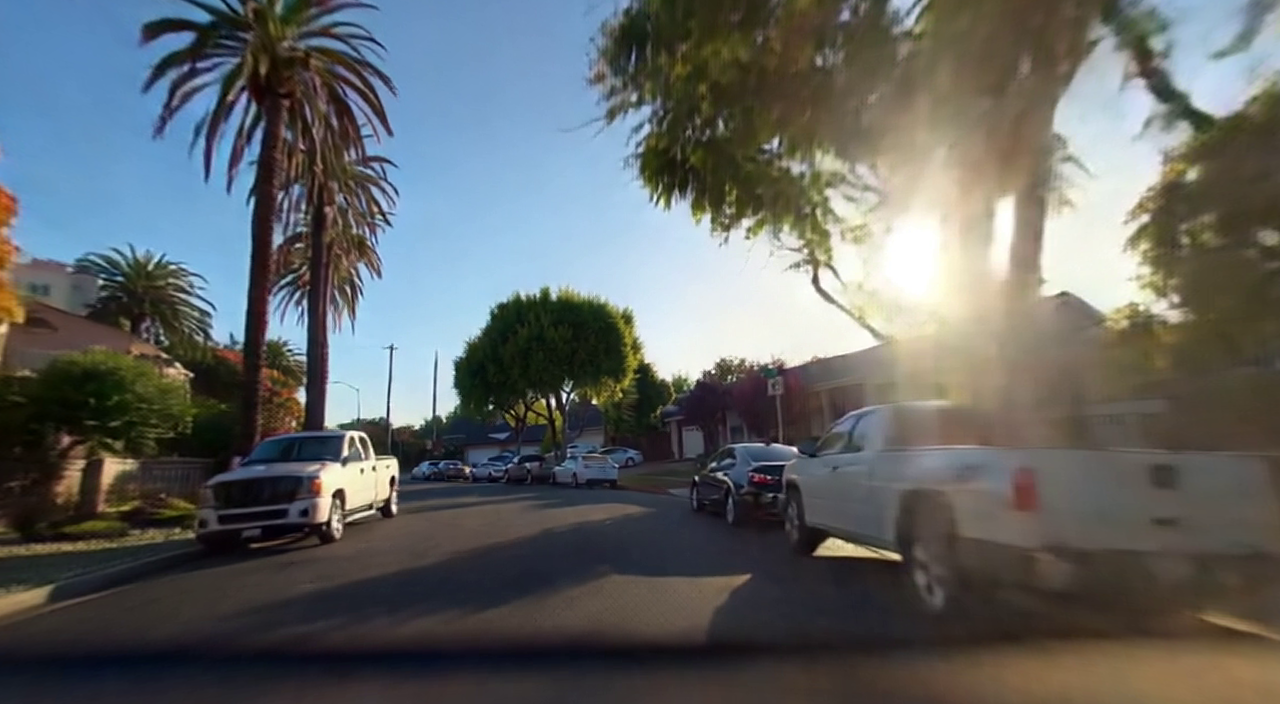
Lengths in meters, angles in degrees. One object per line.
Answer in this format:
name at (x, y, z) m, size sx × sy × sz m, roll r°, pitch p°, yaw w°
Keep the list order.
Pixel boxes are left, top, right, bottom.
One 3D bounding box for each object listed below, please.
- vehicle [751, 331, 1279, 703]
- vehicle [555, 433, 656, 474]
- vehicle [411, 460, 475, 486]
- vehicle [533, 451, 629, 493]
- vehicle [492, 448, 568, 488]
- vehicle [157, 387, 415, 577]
vehicle at (2.745, 1.240, 5.872) m, size 2.139 × 1.997 × 4.864 m, roll 1°, pitch -8°, yaw -5°
vehicle at (-2.033, 5.996, 37.286) m, size 5.510 × 2.121 × 2.129 m, roll -1°, pitch -9°, yaw 16°
vehicle at (-13.008, 7.878, 41.331) m, size 2.006 × 1.484 × 4.768 m, roll 8°, pitch -12°, yaw -44°
vehicle at (-2.570, 4.885, 26.167) m, size 2.108 × 1.503 × 4.977 m, roll 5°, pitch -10°, yaw -29°
vehicle at (-5.475, 5.631, 30.870) m, size 1.918 × 1.753 × 4.655 m, roll 5°, pitch -10°, yaw -32°
vehicle at (-5.984, 2.238, 11.740) m, size 2.337 × 2.289 × 6.092 m, roll -6°, pitch -8°, yaw -12°
